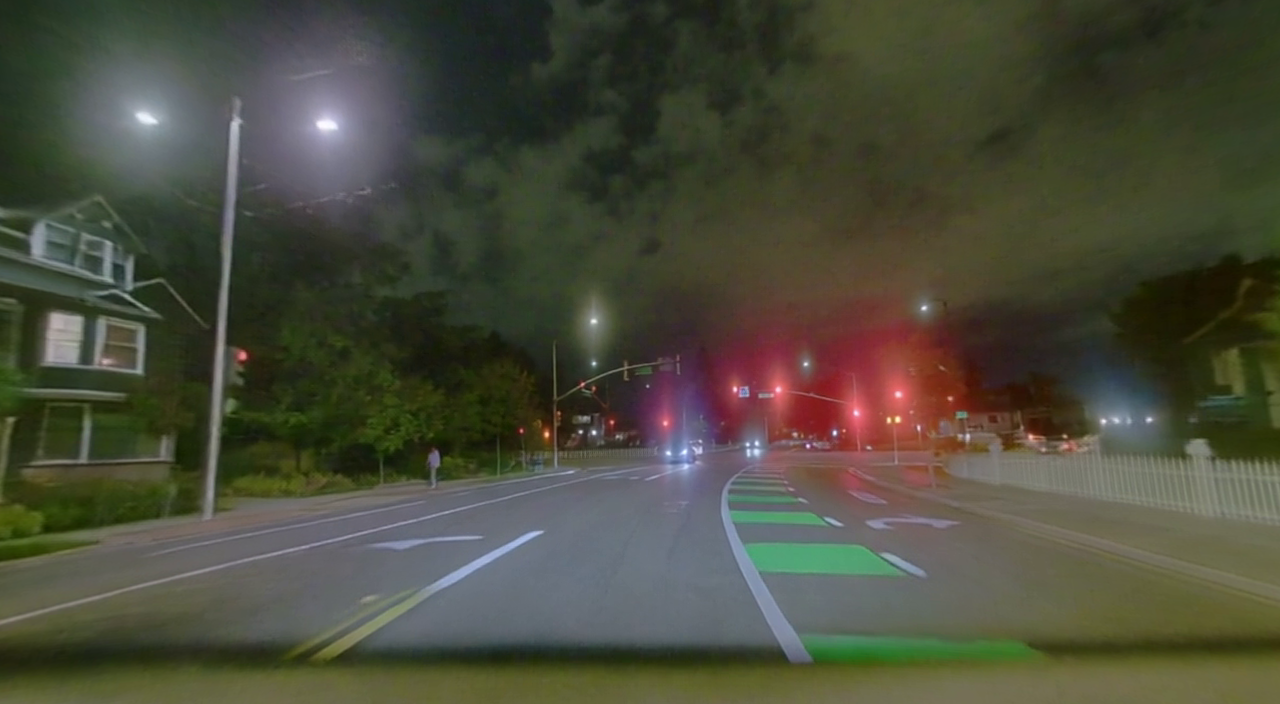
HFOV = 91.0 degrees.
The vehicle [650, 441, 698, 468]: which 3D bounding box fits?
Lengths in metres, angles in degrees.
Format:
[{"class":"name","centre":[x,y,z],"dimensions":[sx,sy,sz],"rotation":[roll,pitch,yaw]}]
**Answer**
[{"class":"vehicle","centre":[2.106,6.071,37.517],"dimensions":[1.904,1.489,4.746],"rotation":[-3,-9,15]}]

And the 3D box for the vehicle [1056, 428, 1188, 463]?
[{"class":"vehicle","centre":[23.028,4.487,30.397],"dimensions":[1.972,1.477,5.340],"rotation":[-2,-8,-2]}]

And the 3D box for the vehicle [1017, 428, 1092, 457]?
[{"class":"vehicle","centre":[23.478,5.194,35.855],"dimensions":[1.937,1.474,5.114],"rotation":[-5,-10,15]}]
